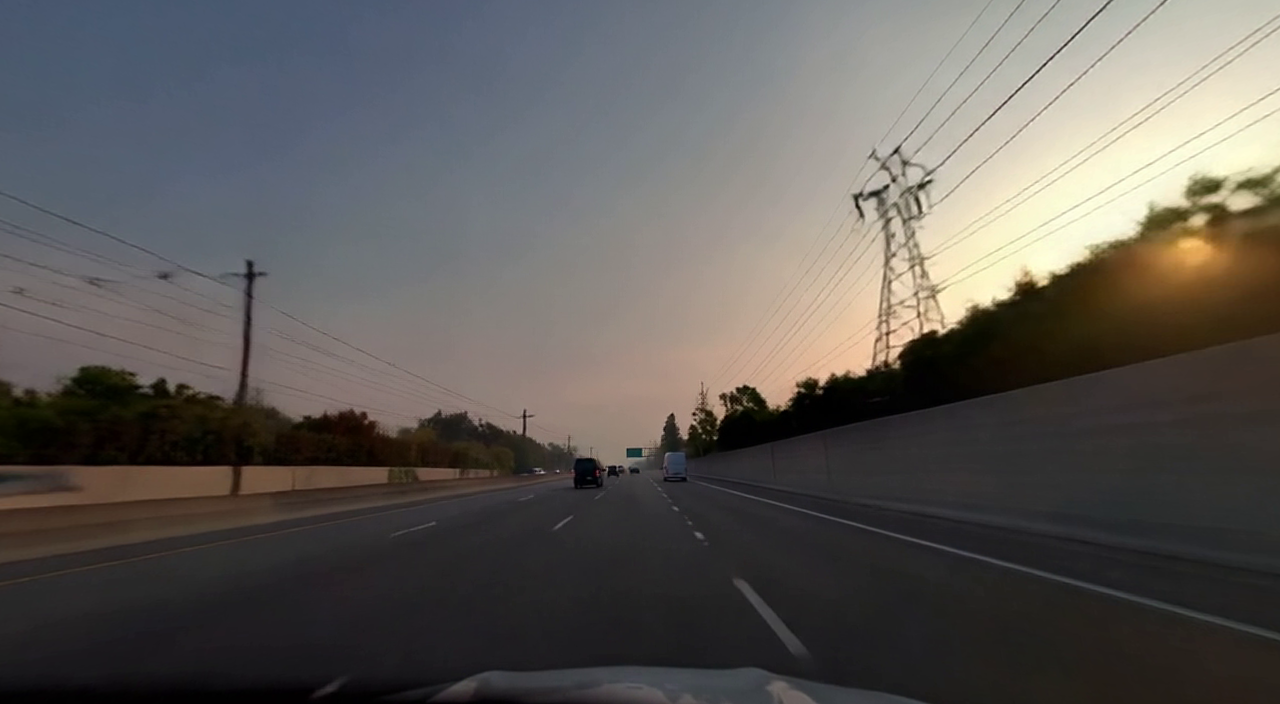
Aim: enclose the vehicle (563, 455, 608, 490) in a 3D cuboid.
[{"bbox_3d":[-3.345,7.529,39.555,2.324,2.008,4.654,1,-11,0],"label":"vehicle"}]
